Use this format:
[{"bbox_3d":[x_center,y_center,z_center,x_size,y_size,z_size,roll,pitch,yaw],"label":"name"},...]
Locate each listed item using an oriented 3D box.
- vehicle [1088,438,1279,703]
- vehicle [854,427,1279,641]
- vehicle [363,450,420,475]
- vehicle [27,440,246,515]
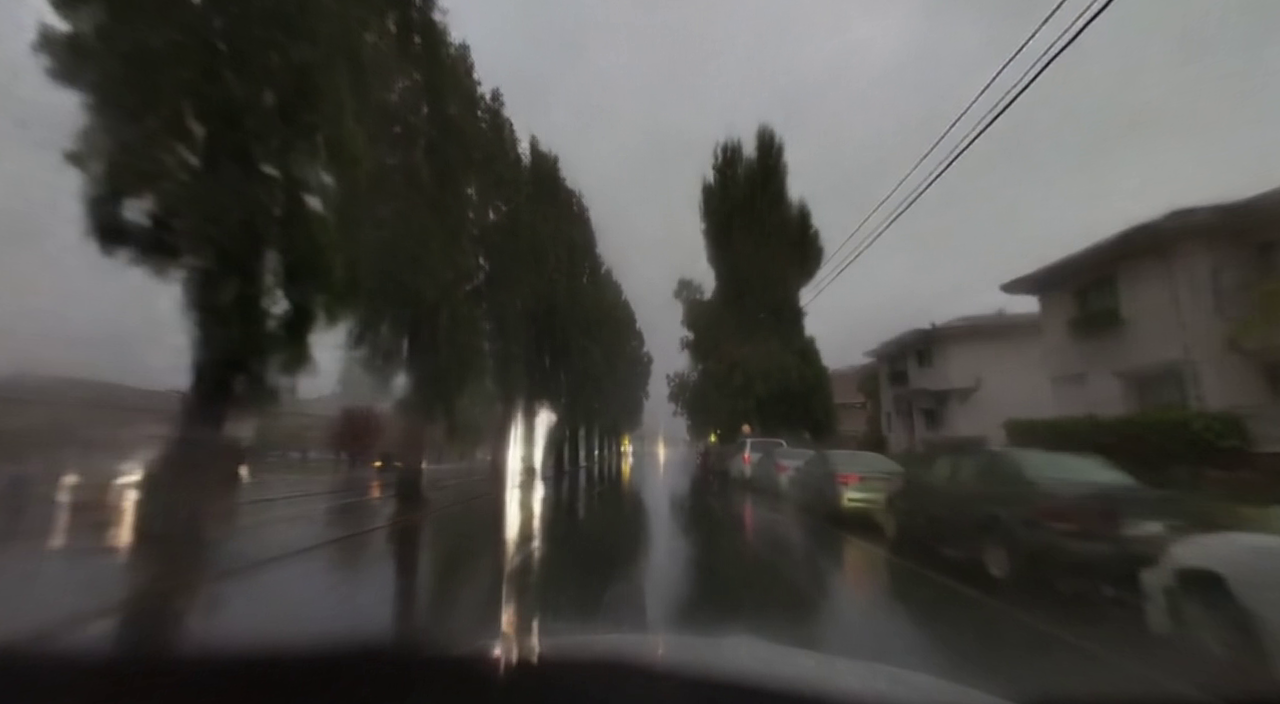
[{"bbox_3d":[4.068,0.966,2.020,1.833,1.399,4.727,-1,-8,1],"label":"vehicle"},{"bbox_3d":[4.099,1.629,6.751,2.023,1.525,4.158,0,-8,-2],"label":"vehicle"},{"bbox_3d":[-18.013,7.982,45.930,1.965,1.640,4.665,-1,-8,4],"label":"vehicle"},{"bbox_3d":[-13.143,3.253,16.954,2.045,1.712,4.511,-1,-8,2],"label":"vehicle"}]
